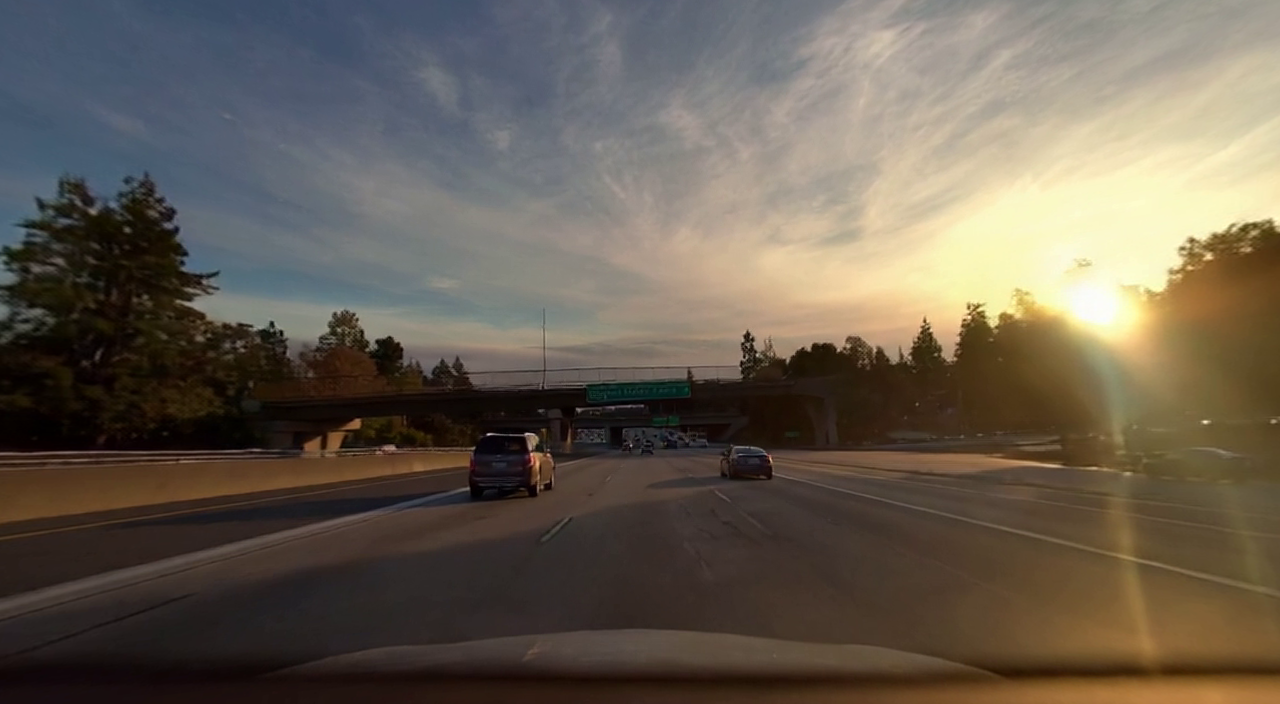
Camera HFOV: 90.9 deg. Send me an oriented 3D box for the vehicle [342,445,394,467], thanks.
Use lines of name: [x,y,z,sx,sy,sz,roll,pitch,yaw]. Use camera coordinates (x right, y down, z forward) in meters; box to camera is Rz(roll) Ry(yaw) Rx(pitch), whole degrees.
vehicle: [-21.043,8.060,48.983,1.989,1.568,4.593,0,-8,1]

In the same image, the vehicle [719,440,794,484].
vehicle: [4.212,4.035,23.475,1.908,1.483,4.259,0,-8,-1]

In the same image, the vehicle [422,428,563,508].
vehicle: [-3.505,2.876,16.147,2.259,1.706,4.924,0,-8,2]
